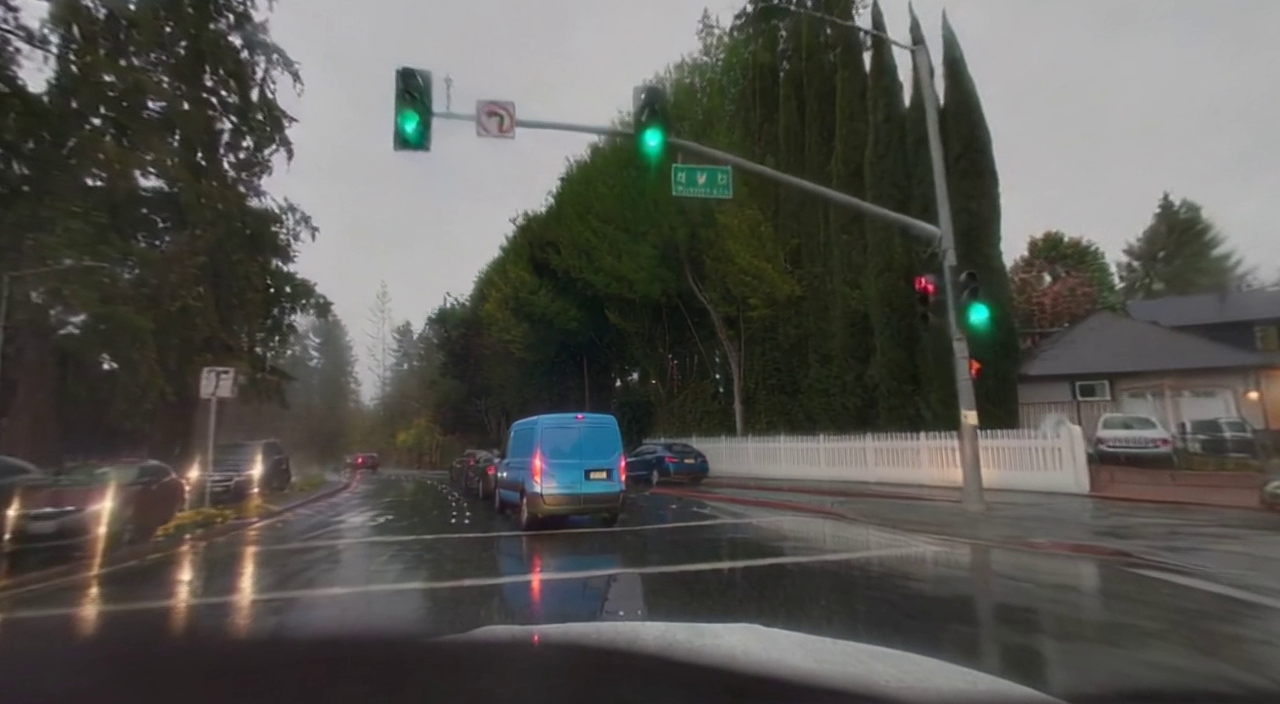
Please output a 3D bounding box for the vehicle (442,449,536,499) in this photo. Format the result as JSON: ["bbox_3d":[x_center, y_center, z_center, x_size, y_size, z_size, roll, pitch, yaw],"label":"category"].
[{"bbox_3d":[-5.082,3.924,20.819,2.008,1.445,4.386,4,-10,-26],"label":"vehicle"}]

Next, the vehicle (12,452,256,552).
[{"bbox_3d":[-9.064,2.633,11.908,1.952,1.461,4.377,2,-9,-16],"label":"vehicle"}]

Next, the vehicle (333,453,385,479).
[{"bbox_3d":[-17.754,7.141,39.842,1.911,1.493,4.291,7,-11,-38],"label":"vehicle"}]

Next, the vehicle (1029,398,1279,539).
[{"bbox_3d":[10.222,1.842,10.195,2.514,2.026,6.104,7,-11,-40],"label":"vehicle"}]

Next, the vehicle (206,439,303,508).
[{"bbox_3d":[-12.347,3.767,20.252,2.228,1.871,5.492,5,-10,-31],"label":"vehicle"}]

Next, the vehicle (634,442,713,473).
[{"bbox_3d":[2.028,6.285,37.908,4.559,1.754,1.985,7,-11,-39],"label":"vehicle"}]

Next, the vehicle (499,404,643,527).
[{"bbox_3d":[-1.697,2.372,13.642,2.213,2.124,4.809,2,-9,-17],"label":"vehicle"}]
